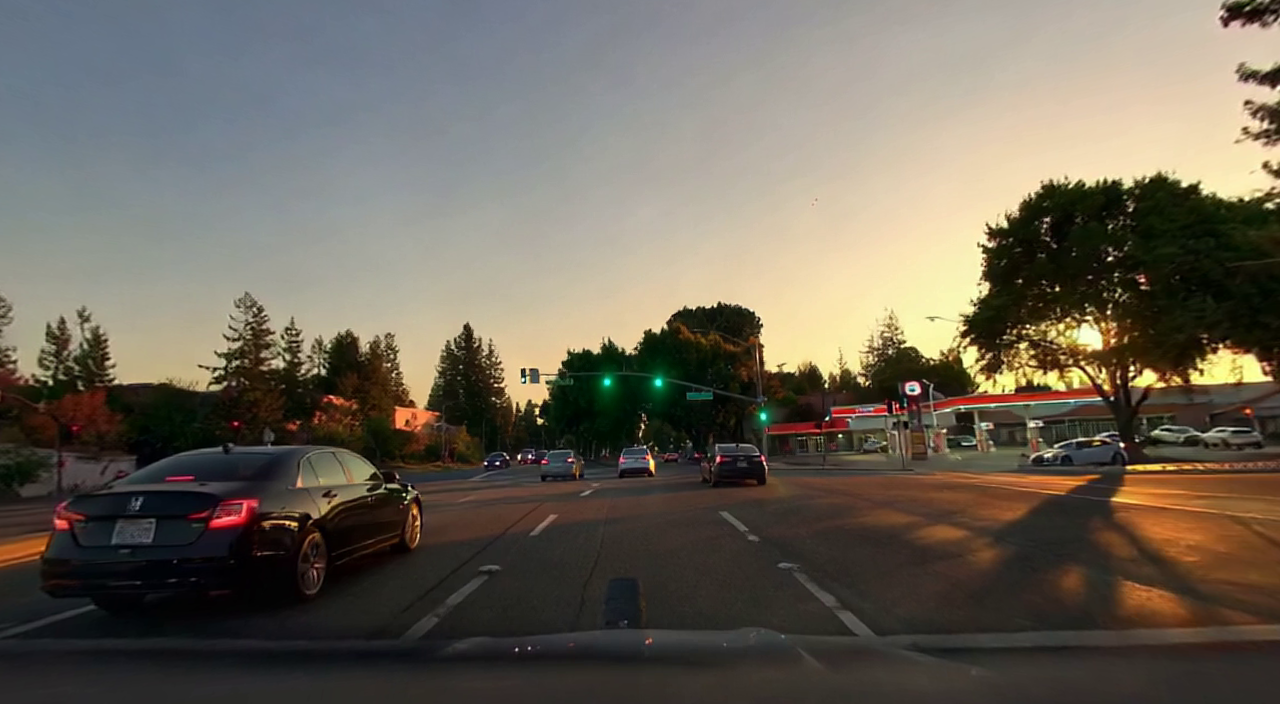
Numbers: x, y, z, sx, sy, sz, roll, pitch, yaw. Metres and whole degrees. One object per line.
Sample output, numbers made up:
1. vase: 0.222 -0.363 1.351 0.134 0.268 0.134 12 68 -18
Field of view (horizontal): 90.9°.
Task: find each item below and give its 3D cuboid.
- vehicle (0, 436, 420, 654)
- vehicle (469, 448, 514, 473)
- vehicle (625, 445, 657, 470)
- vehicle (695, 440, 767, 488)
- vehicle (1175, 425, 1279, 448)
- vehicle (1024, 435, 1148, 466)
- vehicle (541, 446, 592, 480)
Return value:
1. vehicle: -3.999 1.640 6.561 1.803 1.463 4.422 0 -8 0
2. vehicle: -11.331 8.301 48.426 2.130 1.672 4.549 -3 -8 3
3. vehicle: 0.051 6.606 39.555 1.934 1.470 3.988 0 -8 0
4. vehicle: 3.046 3.832 21.919 1.883 1.465 3.975 0 -8 0
5. vehicle: 40.423 5.867 43.633 1.951 1.456 5.492 1 -8 0
6. vehicle: 21.444 4.761 30.402 4.573 1.419 1.840 0 -8 -1
7. vehicle: -3.388 5.172 29.769 1.841 1.474 4.038 0 -8 1
